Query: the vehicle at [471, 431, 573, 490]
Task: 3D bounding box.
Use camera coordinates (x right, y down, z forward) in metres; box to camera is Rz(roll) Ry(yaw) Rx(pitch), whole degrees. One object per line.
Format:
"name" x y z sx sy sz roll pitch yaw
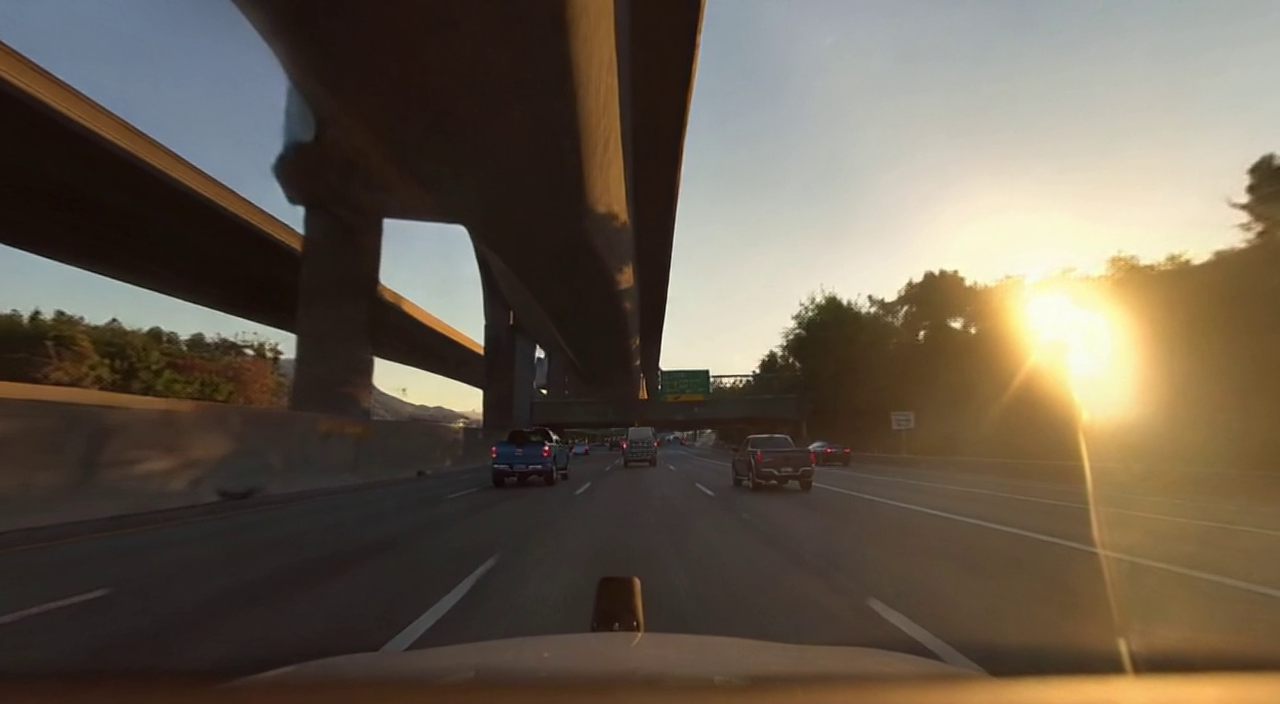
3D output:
"vehicle" -3.756 3.594 21.245 2.535 1.715 5.030 0 -9 -1

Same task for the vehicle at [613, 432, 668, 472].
"vehicle" 0.019 5.198 32.943 2.572 1.837 5.693 0 -9 0

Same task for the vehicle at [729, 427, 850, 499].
"vehicle" 3.776 2.893 16.749 2.119 1.653 4.000 0 -9 -1
